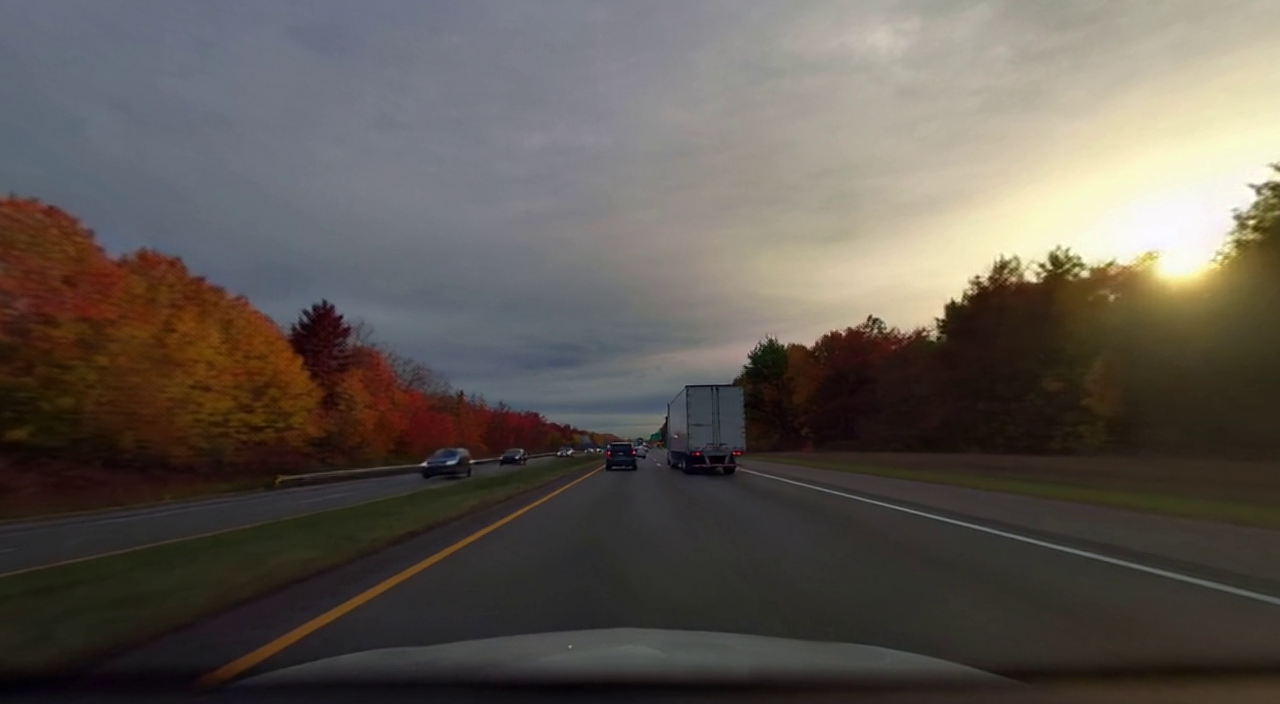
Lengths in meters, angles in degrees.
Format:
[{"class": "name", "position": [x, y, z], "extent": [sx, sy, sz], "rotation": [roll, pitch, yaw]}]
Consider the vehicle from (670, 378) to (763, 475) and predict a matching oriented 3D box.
[{"class": "vehicle", "position": [3.540, 4.171, 33.364], "extent": [3.068, 4.042, 13.787], "rotation": [0, -9, -1]}]

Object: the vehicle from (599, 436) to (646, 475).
[{"class": "vehicle", "position": [-0.800, 4.993, 30.430], "extent": [2.151, 1.693, 4.201], "rotation": [-1, -9, 0]}]

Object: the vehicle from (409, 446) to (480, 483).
[{"class": "vehicle", "position": [-9.062, 5.247, 29.479], "extent": [1.998, 1.566, 4.092], "rotation": [-1, -9, 1]}]

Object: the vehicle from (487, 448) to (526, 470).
[{"class": "vehicle", "position": [-9.985, 8.036, 47.137], "extent": [1.897, 1.536, 4.395], "rotation": [-1, -9, 0]}]
